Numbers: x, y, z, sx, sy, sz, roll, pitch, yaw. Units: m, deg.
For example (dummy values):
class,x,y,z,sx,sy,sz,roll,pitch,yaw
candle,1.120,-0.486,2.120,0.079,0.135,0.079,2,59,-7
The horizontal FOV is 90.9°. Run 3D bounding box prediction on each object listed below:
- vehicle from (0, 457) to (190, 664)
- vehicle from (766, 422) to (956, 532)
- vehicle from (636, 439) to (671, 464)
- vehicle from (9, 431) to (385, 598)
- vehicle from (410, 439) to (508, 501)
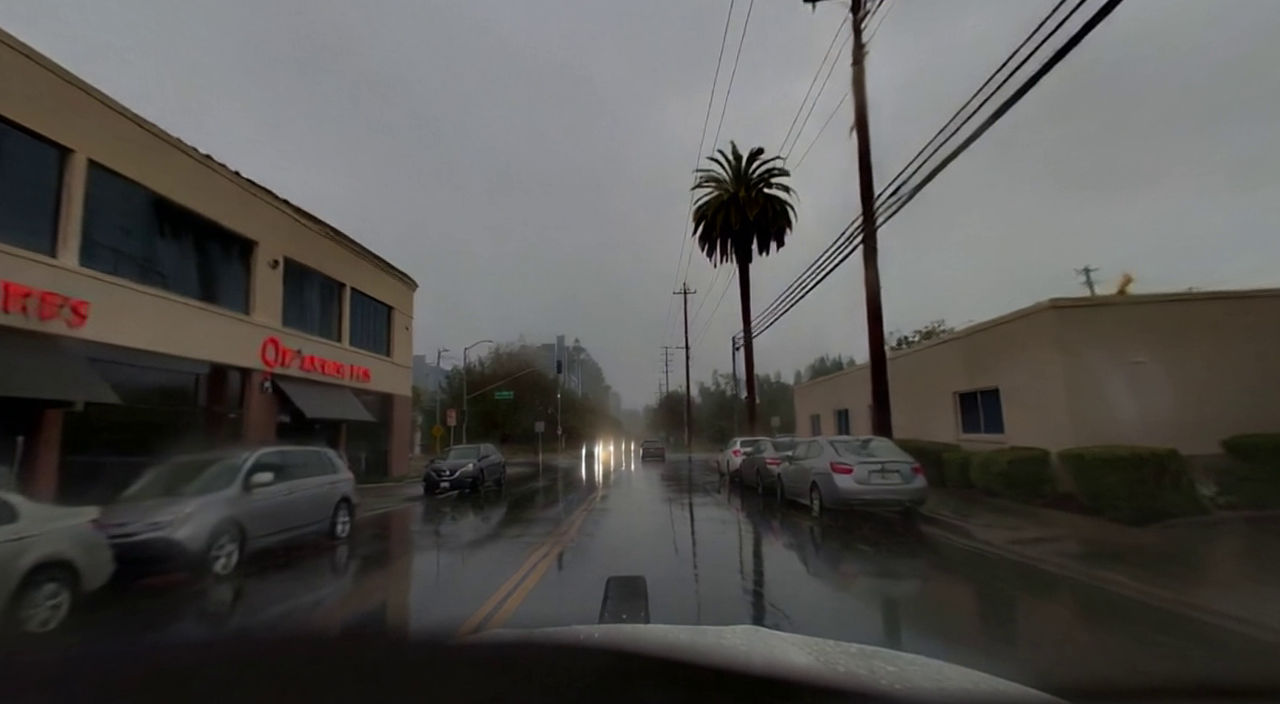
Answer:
class,x,y,z,sx,sy,sz,roll,pitch,yaw
vehicle,-6.040,1.669,4.907,1.931,1.574,4.360,0,-8,-2
vehicle,3.732,2.204,11.766,1.948,1.607,4.873,-1,-8,2
vehicle,0.812,6.438,41.018,2.125,1.524,4.404,0,-8,0
vehicle,-6.183,2.270,9.986,2.007,1.876,5.361,-1,-8,1
vehicle,-6.023,3.962,21.714,2.126,1.864,4.831,0,-8,-2
